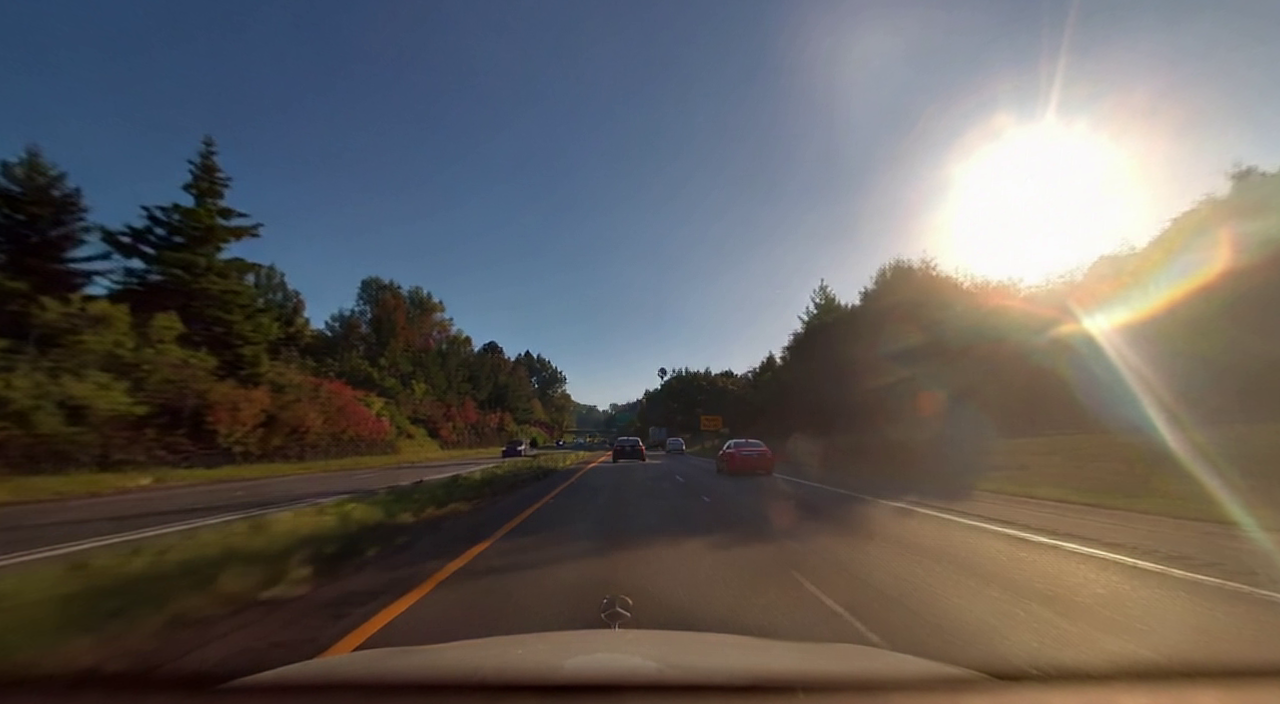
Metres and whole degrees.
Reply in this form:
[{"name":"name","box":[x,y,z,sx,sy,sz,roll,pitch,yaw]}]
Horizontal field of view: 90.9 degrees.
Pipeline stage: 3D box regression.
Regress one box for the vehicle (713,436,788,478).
[{"name":"vehicle","box":[4.288,4.126,25.231,2.066,1.526,4.216,0,-8,-3]}]

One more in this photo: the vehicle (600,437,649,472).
[{"name":"vehicle","box":[-0.695,4.716,29.318,2.143,1.466,3.693,0,-8,-1]}]
